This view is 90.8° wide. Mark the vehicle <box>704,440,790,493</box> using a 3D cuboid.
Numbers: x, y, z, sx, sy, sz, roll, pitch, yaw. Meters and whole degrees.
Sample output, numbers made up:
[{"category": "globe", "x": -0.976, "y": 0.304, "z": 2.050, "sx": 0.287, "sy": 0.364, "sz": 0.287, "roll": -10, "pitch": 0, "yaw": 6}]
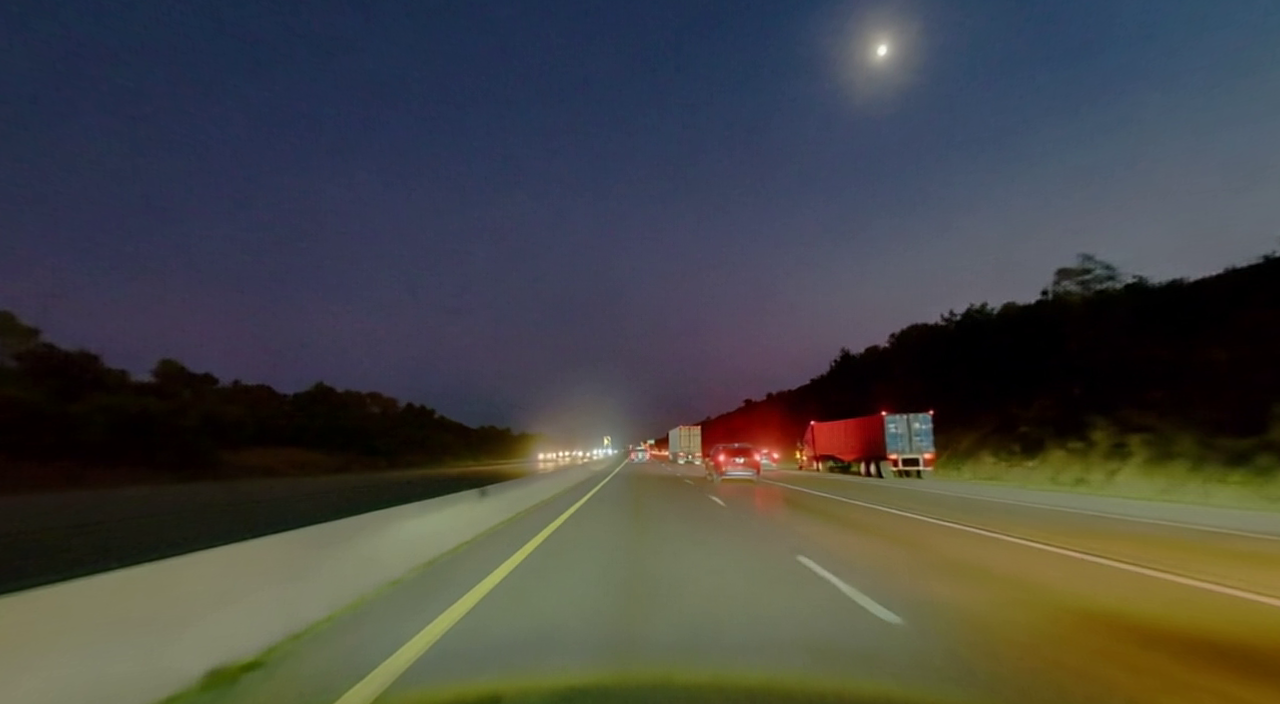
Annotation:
[{"category": "vehicle", "x": 3.655, "y": 3.998, "z": 22.435, "sx": 2.130, "sy": 1.658, "sz": 4.537, "roll": 0, "pitch": -9, "yaw": -2}]
